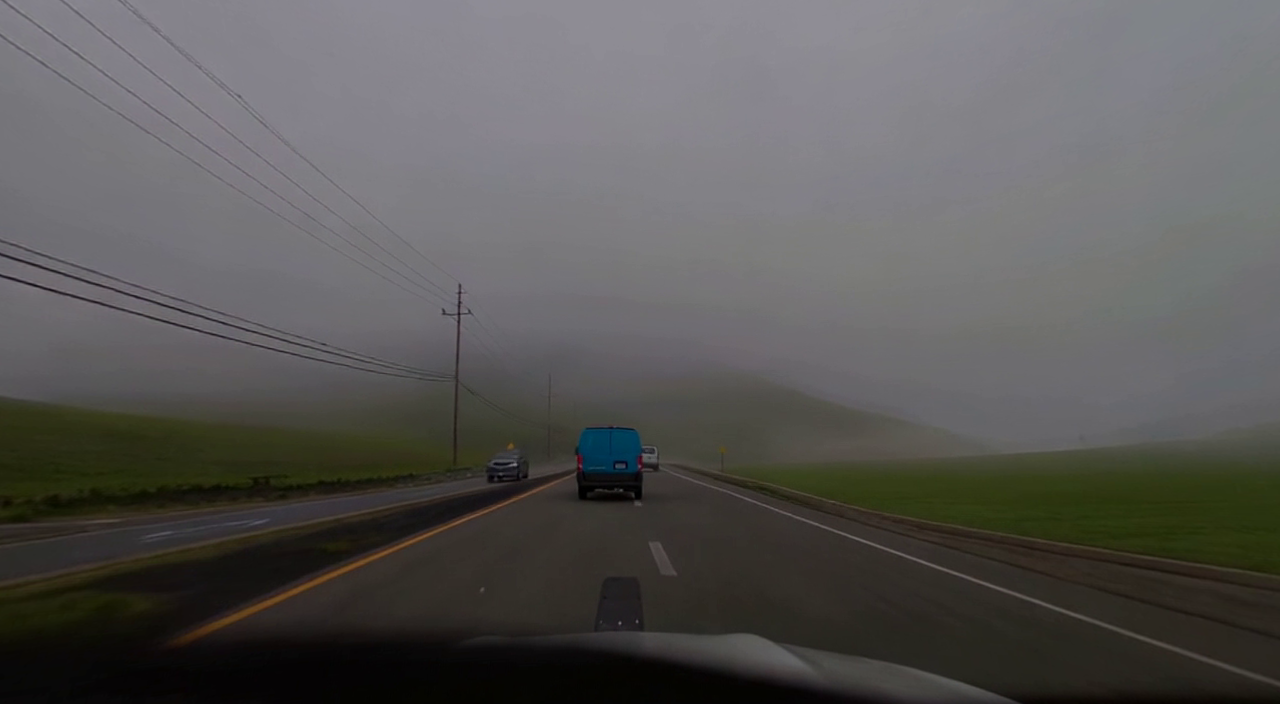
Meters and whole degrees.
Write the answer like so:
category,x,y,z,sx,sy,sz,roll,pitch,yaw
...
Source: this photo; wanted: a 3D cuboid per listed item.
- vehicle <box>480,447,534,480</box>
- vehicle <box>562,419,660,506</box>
category,x,y,z,sx,sy,sz,roll,pitch,yaw
vehicle,-8.521,7.170,40.852,2.089,1.946,4.979,-1,-8,4
vehicle,-0.796,3.103,18.066,2.454,2.144,4.535,0,-8,-2
